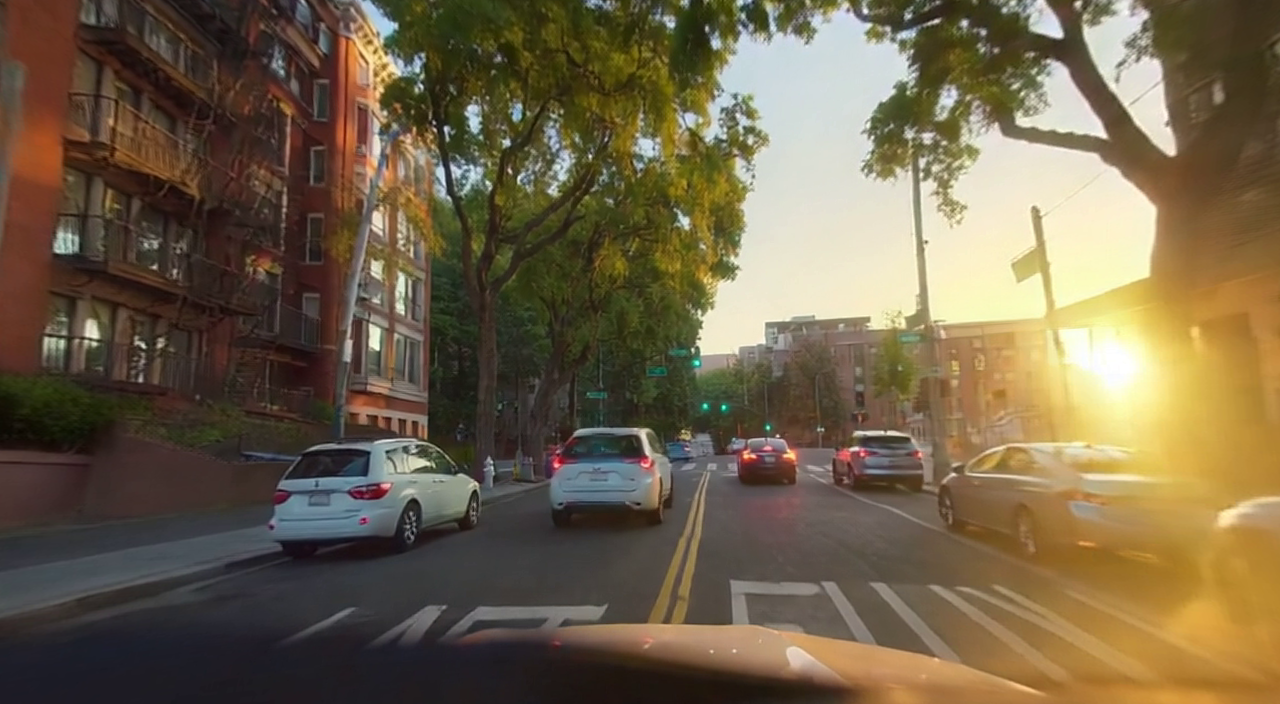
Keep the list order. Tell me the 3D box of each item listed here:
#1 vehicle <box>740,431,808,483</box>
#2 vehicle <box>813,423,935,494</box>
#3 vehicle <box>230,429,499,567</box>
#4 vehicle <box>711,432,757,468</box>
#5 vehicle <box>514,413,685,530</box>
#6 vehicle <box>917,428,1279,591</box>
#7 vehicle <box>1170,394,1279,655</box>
[{"bbox_3d":[4.666,3.685,22.351,2.111,1.619,4.077,-2,-9,10],"label":"vehicle"},{"bbox_3d":[6.818,3.187,19.163,2.093,1.815,5.441,-1,-9,5],"label":"vehicle"},{"bbox_3d":[-4.161,2.252,10.581,2.013,1.772,4.439,-2,-9,8],"label":"vehicle"},{"bbox_3d":[4.731,4.996,32.230,2.111,1.705,4.093,-1,-9,6],"label":"vehicle"},{"bbox_3d":[-0.497,2.298,12.741,2.333,1.832,5.200,-2,-9,9],"label":"vehicle"},{"bbox_3d":[5.231,1.758,7.959,1.937,1.442,4.338,-1,-9,6],"label":"vehicle"},{"bbox_3d":[4.778,0.852,2.480,1.883,1.601,4.305,-1,-9,5],"label":"vehicle"}]
